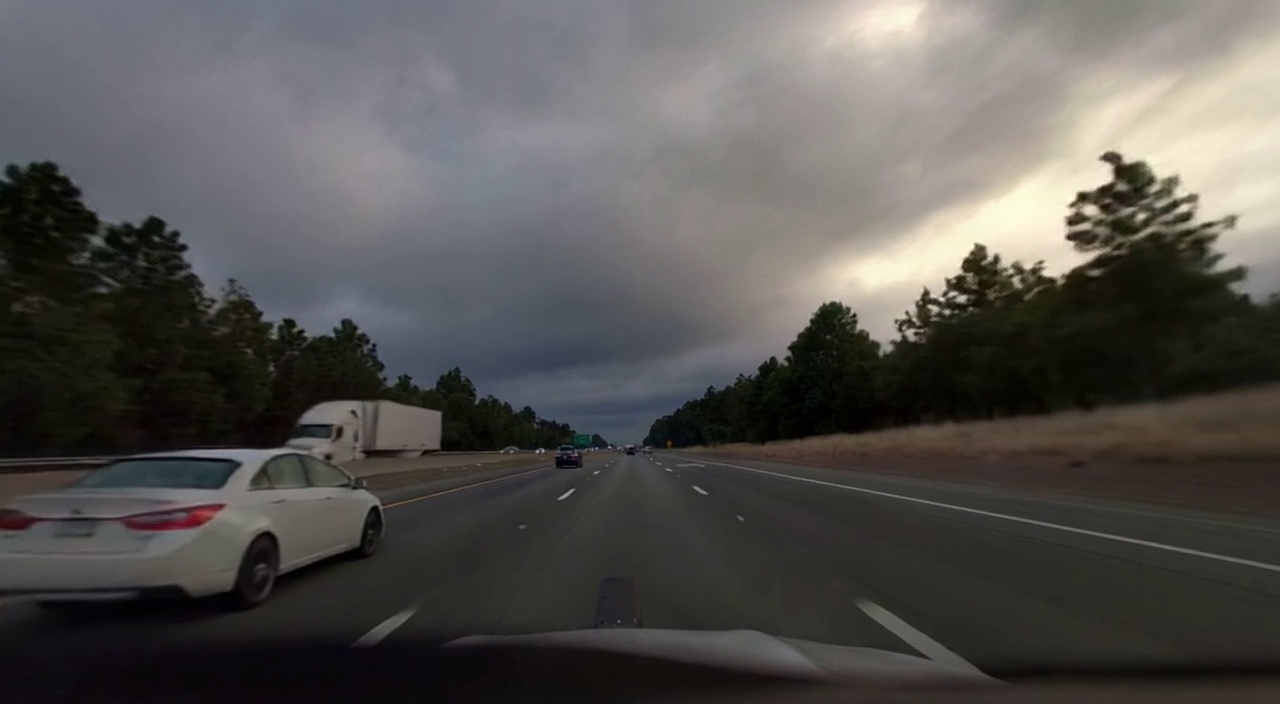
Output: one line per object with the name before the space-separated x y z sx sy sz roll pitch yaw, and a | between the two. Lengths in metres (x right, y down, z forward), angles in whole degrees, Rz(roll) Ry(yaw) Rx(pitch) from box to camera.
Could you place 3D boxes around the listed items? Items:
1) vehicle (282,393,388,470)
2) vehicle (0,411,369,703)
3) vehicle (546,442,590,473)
vehicle | -17.299 4.650 36.224 3.124 4.000 5.845 0 -9 -1
vehicle | -4.150 1.353 5.008 2.018 1.497 4.399 -1 -9 0
vehicle | -4.240 6.329 37.797 2.111 1.717 4.426 -1 -9 0
